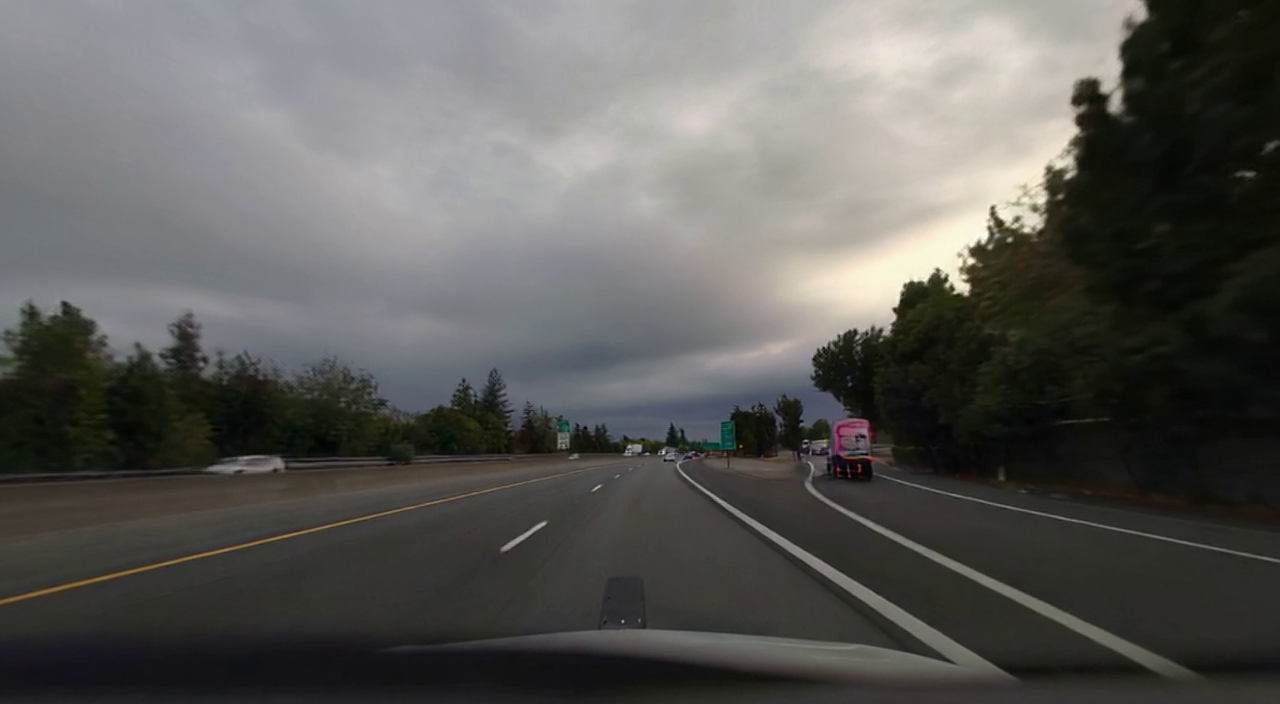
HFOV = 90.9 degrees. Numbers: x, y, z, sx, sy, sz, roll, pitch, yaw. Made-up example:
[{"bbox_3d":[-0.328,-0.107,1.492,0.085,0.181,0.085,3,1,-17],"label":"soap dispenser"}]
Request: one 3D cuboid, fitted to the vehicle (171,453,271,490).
[{"bbox_3d":[-18.980,5.405,28.751,1.864,1.509,3.779,-1,-9,2],"label":"vehicle"}]
